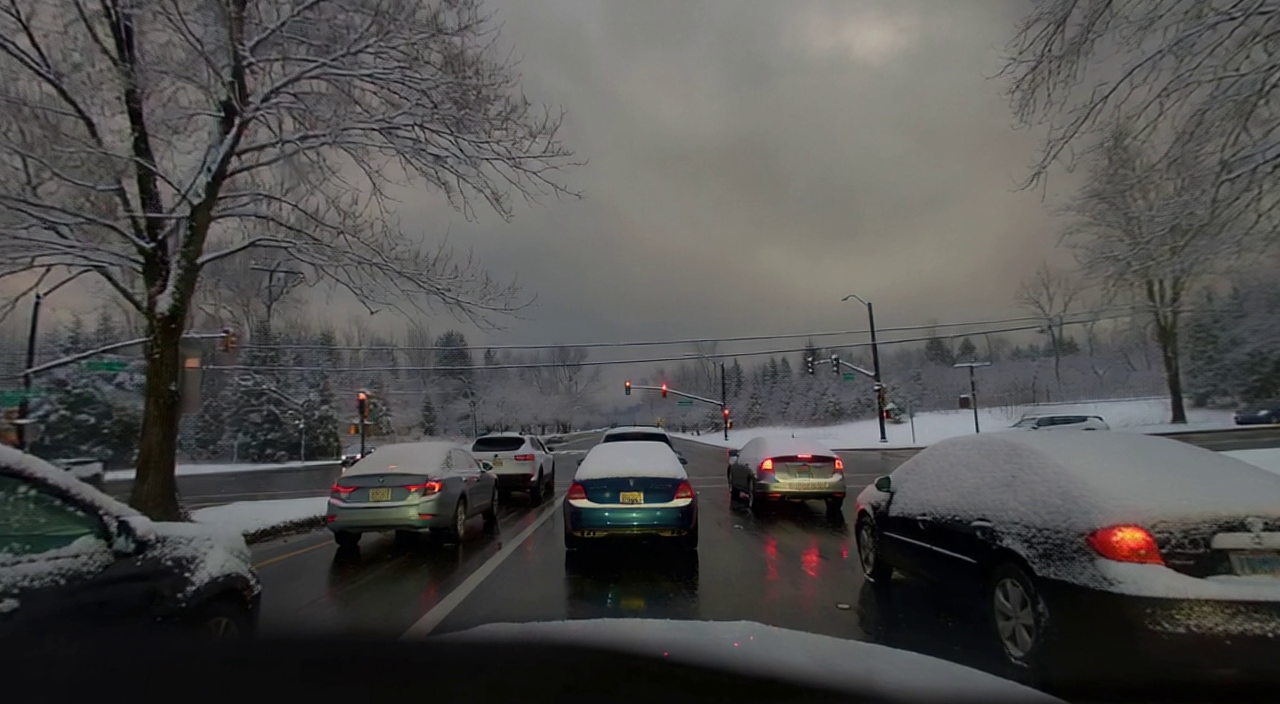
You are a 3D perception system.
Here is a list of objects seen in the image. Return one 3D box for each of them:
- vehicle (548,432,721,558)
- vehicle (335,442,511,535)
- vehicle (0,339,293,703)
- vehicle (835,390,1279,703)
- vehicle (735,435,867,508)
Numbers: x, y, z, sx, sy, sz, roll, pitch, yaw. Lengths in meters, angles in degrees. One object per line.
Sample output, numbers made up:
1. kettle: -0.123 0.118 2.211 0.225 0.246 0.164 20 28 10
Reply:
1. vehicle: -0.079 2.006 9.597 2.061 1.470 3.970 0 -8 0
2. vehicle: -3.921 2.503 12.332 1.919 1.459 4.371 0 -8 -1
3. vehicle: -3.669 0.831 2.538 2.047 1.764 4.369 0 -8 0
4. vehicle: 3.382 1.302 5.414 1.933 1.564 4.600 0 -8 0
5. vehicle: 3.645 2.777 15.239 1.922 1.472 4.440 0 -8 -1
